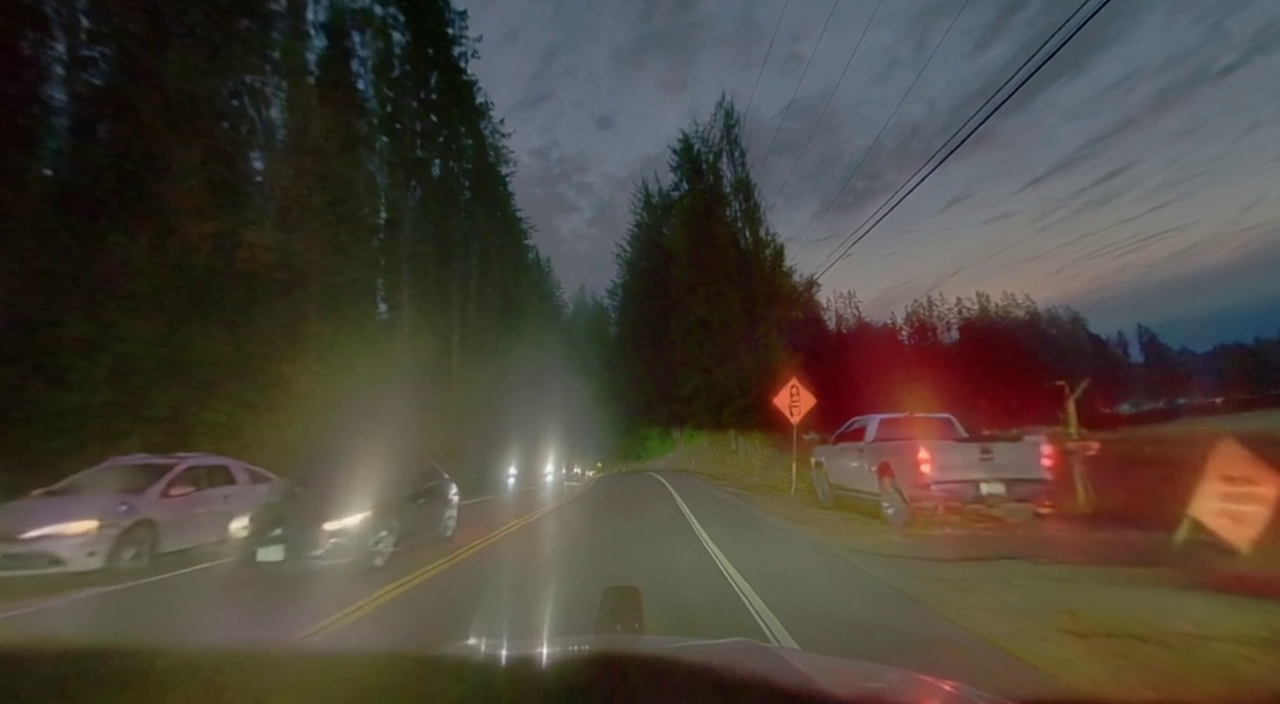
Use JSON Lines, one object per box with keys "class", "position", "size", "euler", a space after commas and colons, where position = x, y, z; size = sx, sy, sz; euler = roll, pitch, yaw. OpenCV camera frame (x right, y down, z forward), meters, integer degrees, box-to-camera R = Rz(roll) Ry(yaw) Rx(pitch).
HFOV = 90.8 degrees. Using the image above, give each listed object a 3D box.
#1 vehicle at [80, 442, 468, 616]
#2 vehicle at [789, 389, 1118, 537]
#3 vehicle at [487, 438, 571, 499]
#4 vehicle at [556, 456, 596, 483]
{"class": "vehicle", "position": [-3.628, 1.806, 7.396], "size": [1.981, 1.410, 4.162], "euler": [-1, -9, 1]}
{"class": "vehicle", "position": [5.210, 2.066, 12.214], "size": [2.845, 2.053, 6.457], "euler": [0, -9, -2]}
{"class": "vehicle", "position": [-4.018, 4.325, 23.880], "size": [2.221, 1.969, 5.153], "euler": [-1, -9, 0]}
{"class": "vehicle", "position": [-3.707, 6.850, 37.150], "size": [2.032, 1.444, 4.164], "euler": [0, -9, -2]}
